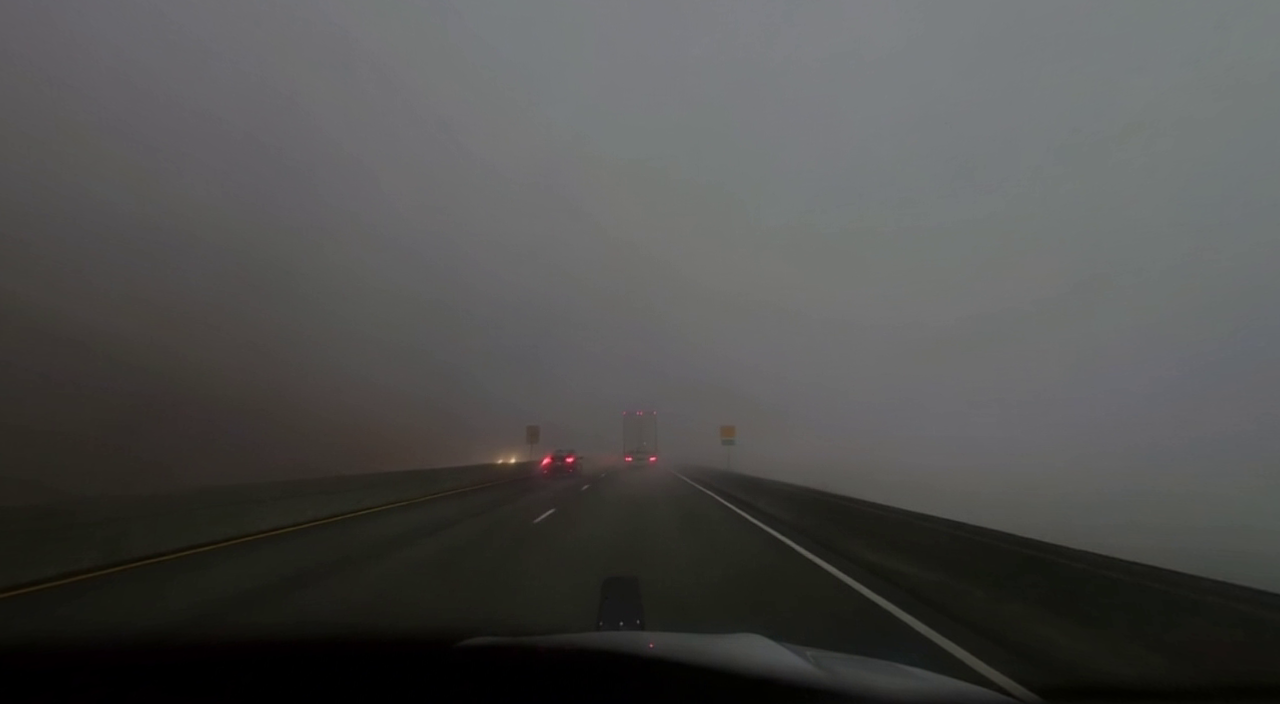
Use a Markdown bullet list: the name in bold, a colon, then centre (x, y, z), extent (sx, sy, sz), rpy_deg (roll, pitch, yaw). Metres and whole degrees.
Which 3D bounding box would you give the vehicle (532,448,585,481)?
- **vehicle**: centre (-4.079, 5.723, 32.407), extent (2.053, 1.523, 4.450), rpy_deg (0, -9, 1)

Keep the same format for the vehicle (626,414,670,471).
- **vehicle**: centre (0.409, 6.807, 47.398), extent (2.864, 3.805, 9.500), rpy_deg (0, -9, -2)
